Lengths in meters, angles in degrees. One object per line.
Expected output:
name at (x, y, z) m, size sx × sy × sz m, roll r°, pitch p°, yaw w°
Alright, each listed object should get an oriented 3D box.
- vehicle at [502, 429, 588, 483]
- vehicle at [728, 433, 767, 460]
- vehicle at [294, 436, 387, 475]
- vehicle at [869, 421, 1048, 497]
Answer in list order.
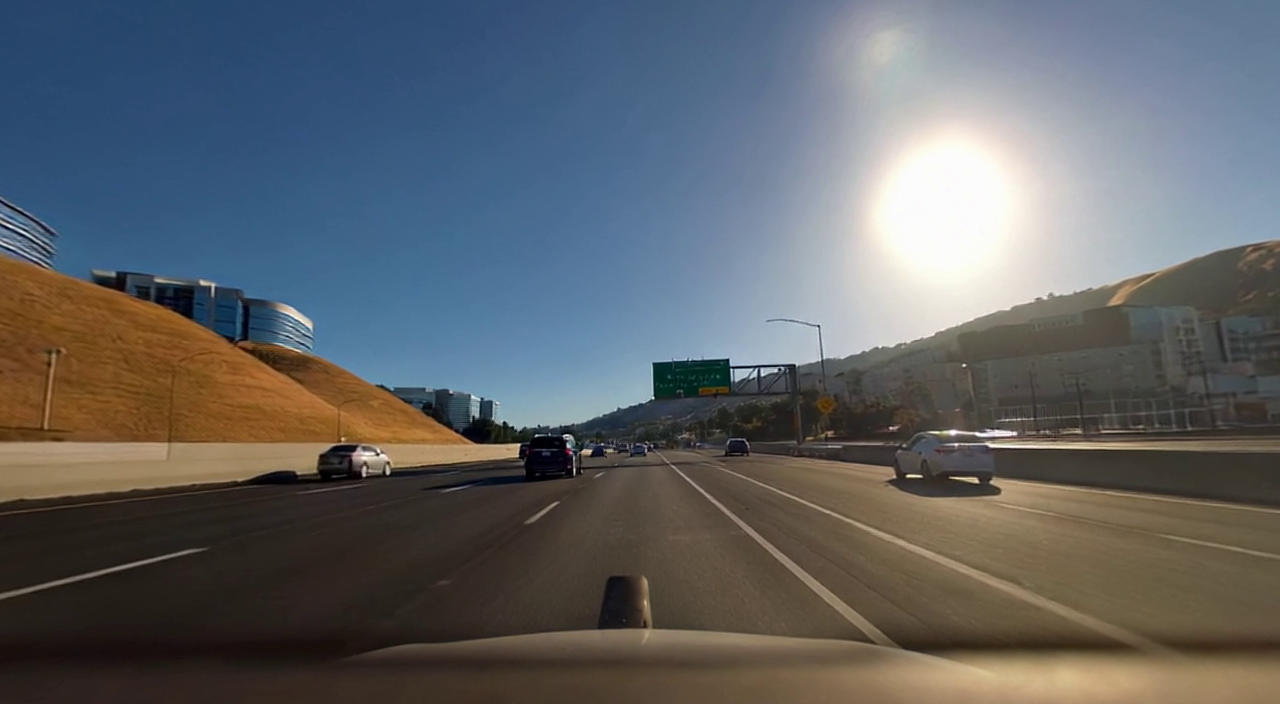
vehicle at (-3.273, 3.720, 22.911) m, size 2.210 × 1.730 × 5.133 m, roll 0°, pitch -8°, yaw 1°
vehicle at (7.558, 6.678, 44.705) m, size 2.172 × 1.824 × 5.031 m, roll -1°, pitch -8°, yaw 3°
vehicle at (-14.128, 4.886, 30.100) m, size 2.049 × 1.707 × 4.743 m, roll 0°, pitch -8°, yaw 0°
vehicle at (7.783, 2.662, 16.055) m, size 2.122 × 1.646 × 4.491 m, roll 0°, pitch -8°, yaw -1°
